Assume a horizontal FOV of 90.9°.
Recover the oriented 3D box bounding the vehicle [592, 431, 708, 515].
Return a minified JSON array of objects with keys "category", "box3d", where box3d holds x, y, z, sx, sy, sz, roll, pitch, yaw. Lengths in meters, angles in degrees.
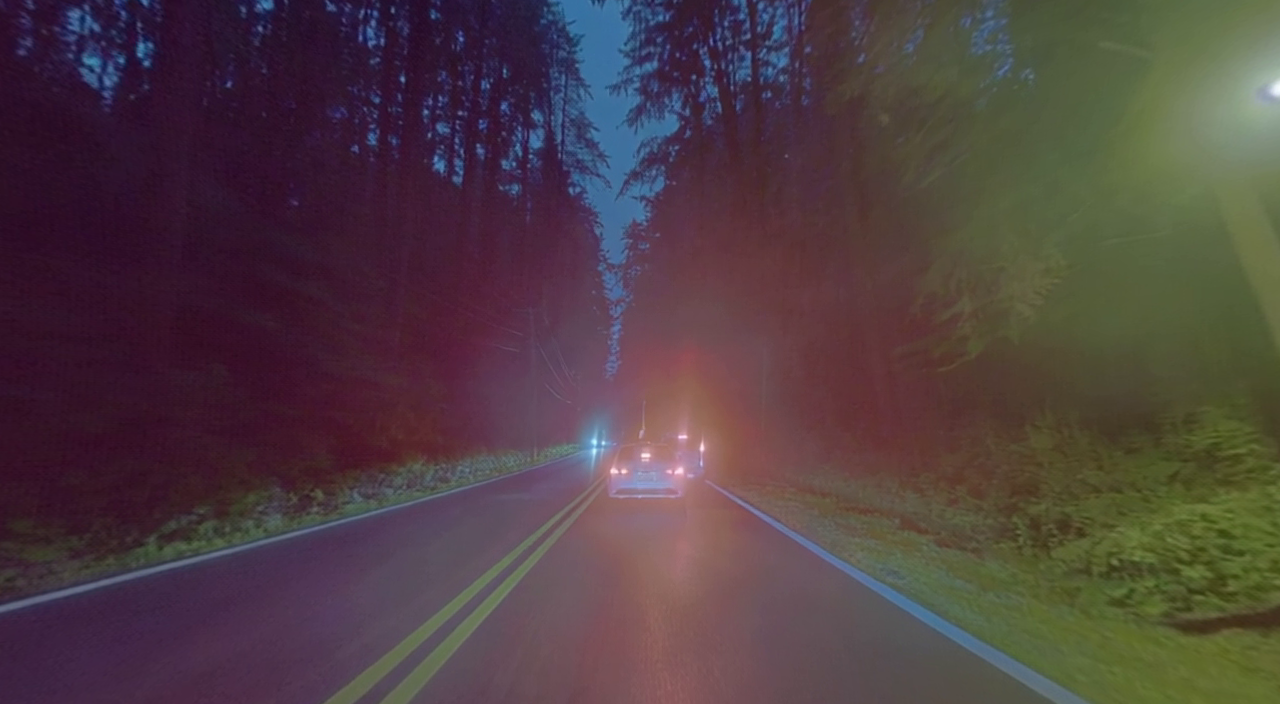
[{"category":"vehicle","box3d":[0.163,2.459,13.289,2.081,1.503,3.726,0,-8,-1]}]
